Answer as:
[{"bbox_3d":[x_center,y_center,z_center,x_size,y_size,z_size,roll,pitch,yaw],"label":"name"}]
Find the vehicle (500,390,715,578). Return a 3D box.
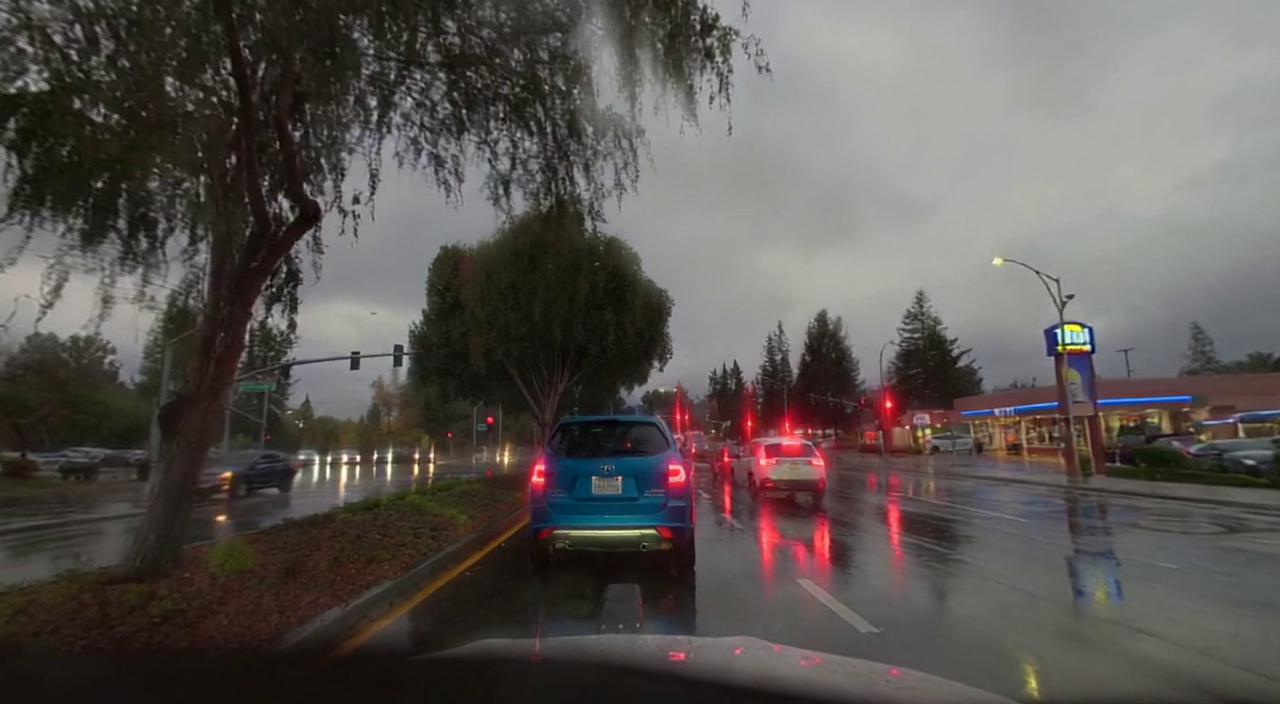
[{"bbox_3d":[-0.297,1.646,8.630,2.096,1.837,4.687,0,-9,1],"label":"vehicle"}]

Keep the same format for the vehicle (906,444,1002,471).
[{"bbox_3d":[17.205,5.782,34.772,4.290,1.427,1.751,0,-9,2],"label":"vehicle"}]

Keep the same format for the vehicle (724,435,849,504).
[{"bbox_3d":[3.655,3.026,16.761,2.098,1.555,4.778,0,-9,-1],"label":"vehicle"}]

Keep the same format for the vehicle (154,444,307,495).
[{"bbox_3d":[-12.975,3.719,20.448,1.983,1.460,4.456,0,-9,0],"label":"vehicle"}]
